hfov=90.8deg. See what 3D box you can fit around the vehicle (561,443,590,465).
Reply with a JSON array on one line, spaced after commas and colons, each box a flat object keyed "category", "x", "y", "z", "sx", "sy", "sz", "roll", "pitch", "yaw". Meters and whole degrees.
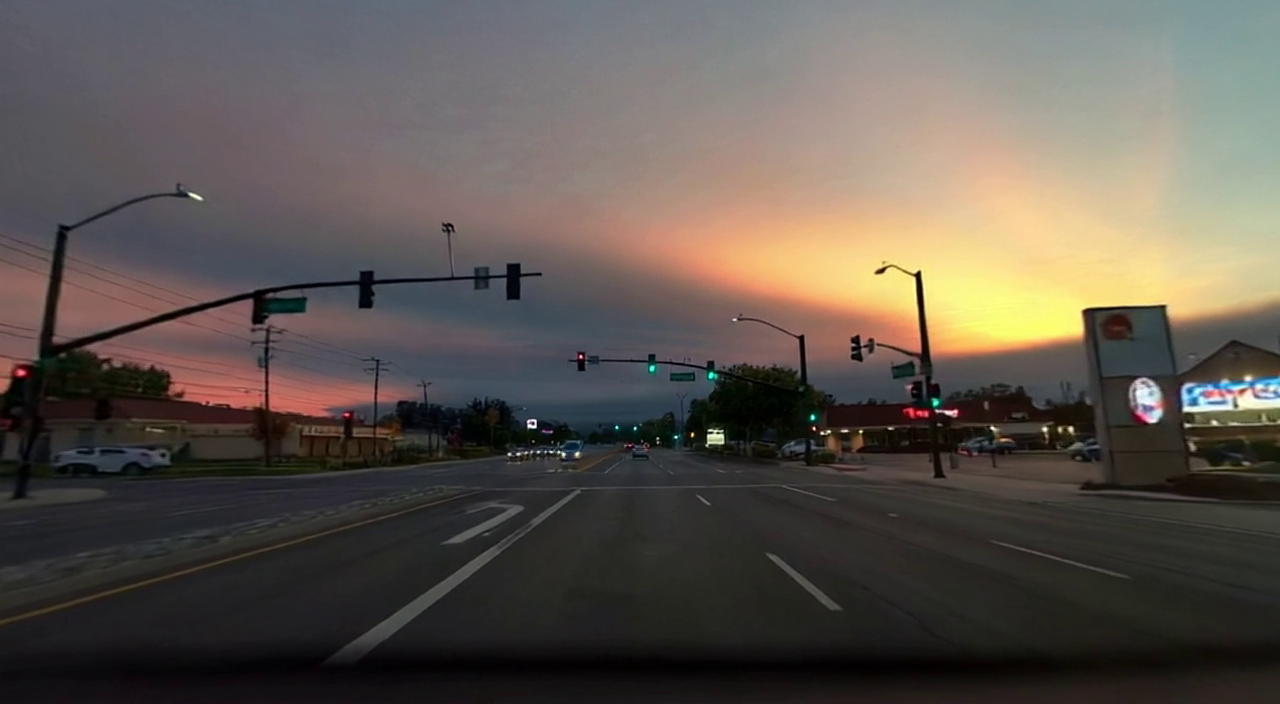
[{"category": "vehicle", "x": -5.027, "y": 7.963, "z": 49.526, "sx": 1.866, "sy": 1.513, "sz": 4.458, "roll": -1, "pitch": -8, "yaw": -1}]
